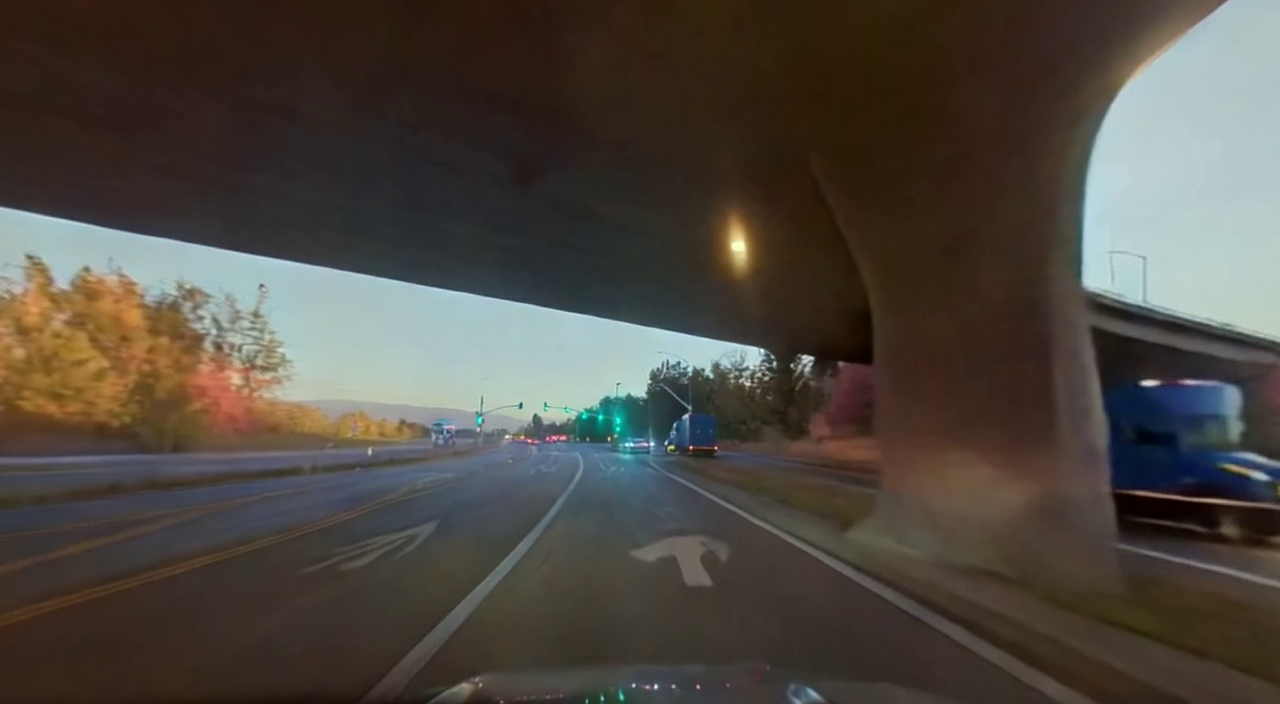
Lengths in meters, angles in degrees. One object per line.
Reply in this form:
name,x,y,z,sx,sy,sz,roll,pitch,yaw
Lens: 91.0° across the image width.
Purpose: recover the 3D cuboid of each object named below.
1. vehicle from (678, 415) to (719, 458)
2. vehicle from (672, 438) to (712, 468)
vehicle,4.296,6.467,47.900,2.625,2.975,8.237,0,-8,2
vehicle,2.722,5.240,32.925,1.947,1.475,3.962,-1,-8,5
